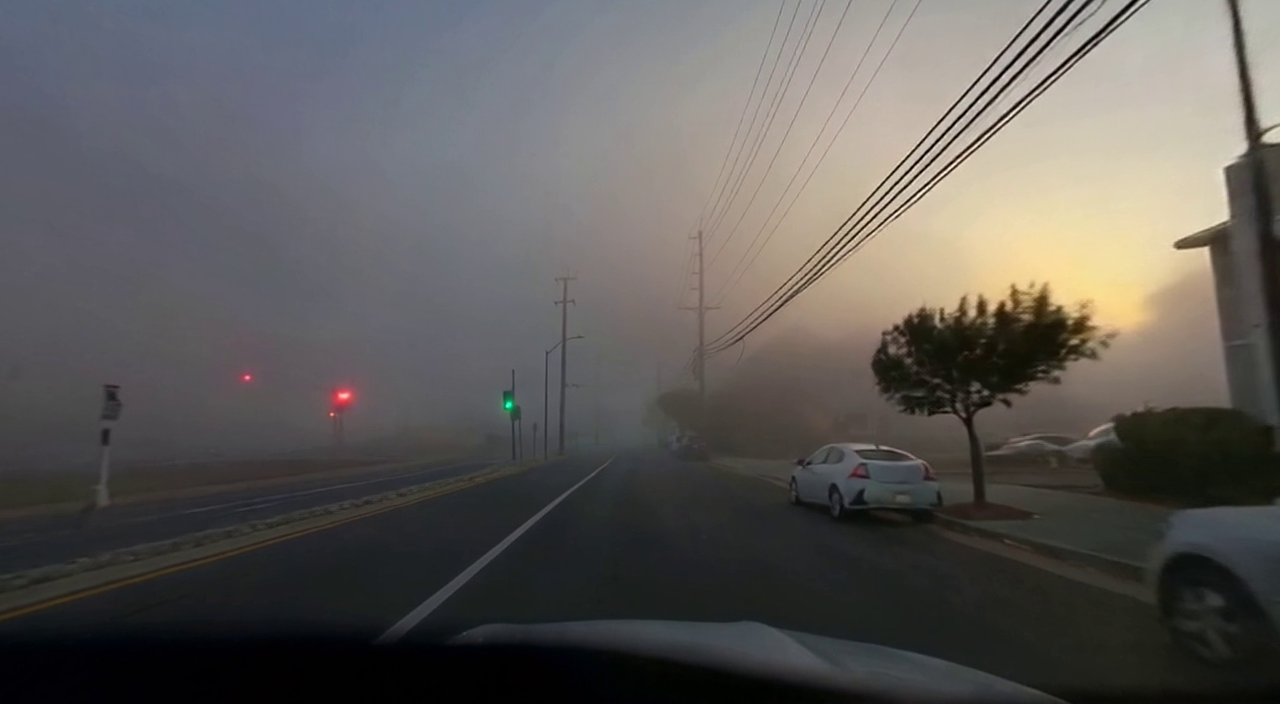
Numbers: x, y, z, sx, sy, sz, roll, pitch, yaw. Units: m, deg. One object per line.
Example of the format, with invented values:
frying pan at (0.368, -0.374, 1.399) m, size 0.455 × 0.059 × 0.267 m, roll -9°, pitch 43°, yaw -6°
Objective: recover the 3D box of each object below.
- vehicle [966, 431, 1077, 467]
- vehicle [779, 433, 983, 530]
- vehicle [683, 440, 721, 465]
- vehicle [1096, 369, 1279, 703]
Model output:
vehicle at (17.469, 4.471, 29.269) m, size 1.854 × 1.515 × 4.648 m, roll 1°, pitch -8°, yaw -7°
vehicle at (4.087, 2.271, 11.725) m, size 1.994 × 1.422 × 4.595 m, roll 0°, pitch -8°, yaw 0°
vehicle at (3.843, 6.291, 39.681) m, size 1.785 × 1.441 × 4.458 m, roll 0°, pitch -8°, yaw -2°
vehicle at (4.087, 0.746, 2.001) m, size 1.898 × 1.625 × 4.414 m, roll 0°, pitch -8°, yaw -1°
